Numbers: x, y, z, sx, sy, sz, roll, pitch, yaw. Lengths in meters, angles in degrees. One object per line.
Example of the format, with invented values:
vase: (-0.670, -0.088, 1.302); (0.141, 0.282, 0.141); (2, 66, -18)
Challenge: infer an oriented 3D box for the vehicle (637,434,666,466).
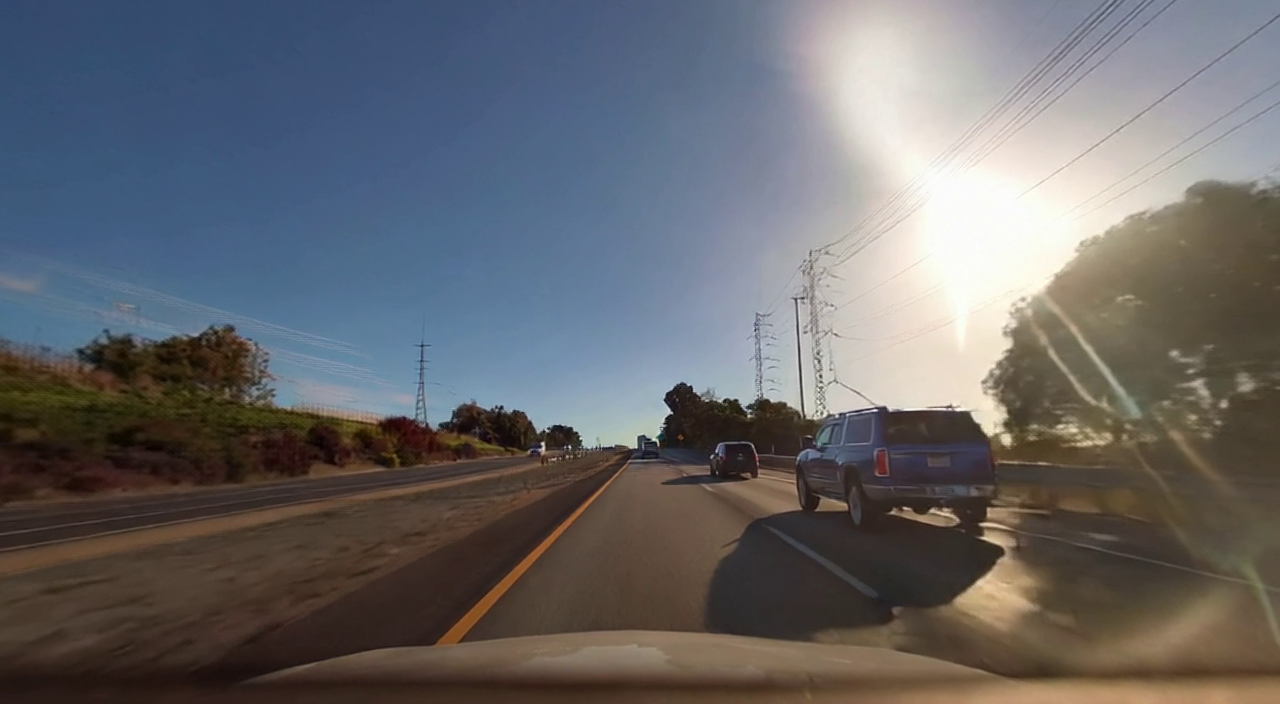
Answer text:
vehicle: (0.814, 7.531, 48.490); (2.099, 2.260, 4.899); (0, -8, 0)

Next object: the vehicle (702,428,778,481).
vehicle: (4.447, 4.665, 29.048); (2.594, 2.155, 5.670); (0, -8, 0)

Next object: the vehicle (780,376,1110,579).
vehicle: (3.709, 1.657, 9.097); (2.145, 2.069, 5.057); (0, -8, -1)
